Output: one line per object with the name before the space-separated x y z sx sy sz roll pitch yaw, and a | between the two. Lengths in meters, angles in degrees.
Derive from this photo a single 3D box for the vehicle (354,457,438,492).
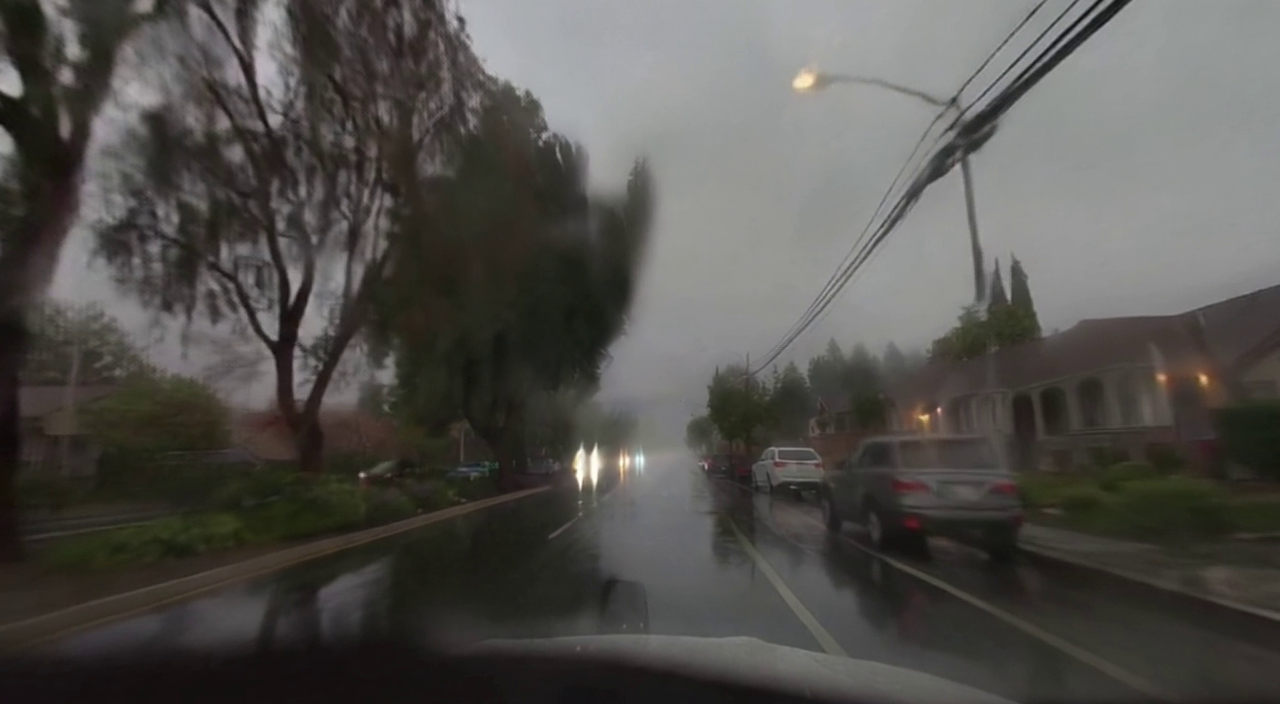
vehicle | -11.832 5.958 30.995 1.999 1.467 4.618 -1 -8 4

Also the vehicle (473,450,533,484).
vehicle | -7.526 6.352 35.197 2.331 1.696 4.861 0 -8 -1

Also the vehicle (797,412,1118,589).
vehicle | 3.915 1.923 9.194 2.166 1.798 5.256 -1 -8 3

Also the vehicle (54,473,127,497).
vehicle | -42.898 10.368 49.254 4.398 1.639 1.919 -2 -9 11
